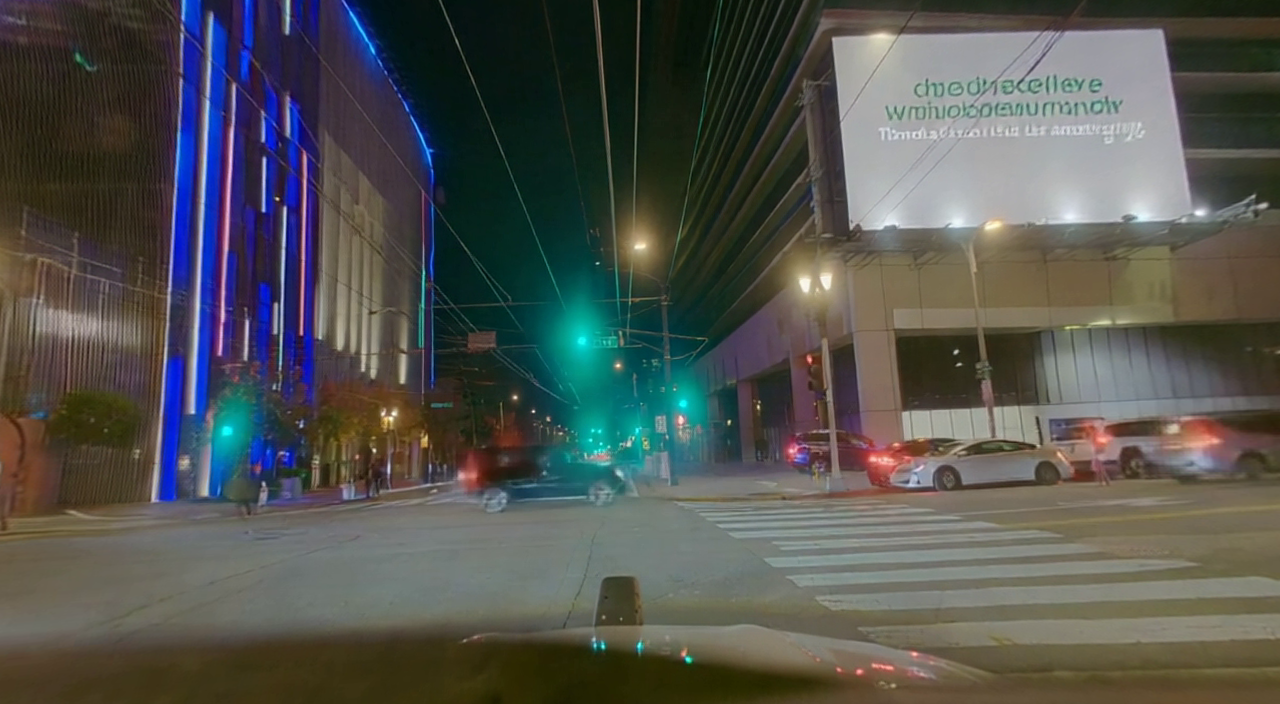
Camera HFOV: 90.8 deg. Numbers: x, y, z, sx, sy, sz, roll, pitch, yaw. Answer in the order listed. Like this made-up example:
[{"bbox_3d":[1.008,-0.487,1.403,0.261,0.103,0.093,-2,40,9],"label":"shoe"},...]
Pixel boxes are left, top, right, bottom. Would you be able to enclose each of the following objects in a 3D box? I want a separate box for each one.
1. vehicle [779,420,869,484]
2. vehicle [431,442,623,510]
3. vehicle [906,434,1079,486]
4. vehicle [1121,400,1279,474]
[{"bbox_3d":[7.590,4.109,26.631,2.316,2.425,4.466,1,-7,-2],"label":"vehicle"},{"bbox_3d":[-2.794,3.167,16.468,4.637,1.624,1.927,0,-8,-3],"label":"vehicle"},{"bbox_3d":[11.387,3.488,20.562,4.697,1.510,1.596,0,-9,-4],"label":"vehicle"},{"bbox_3d":[15.282,2.161,15.980,4.629,1.696,2.098,1,-8,-6],"label":"vehicle"}]
